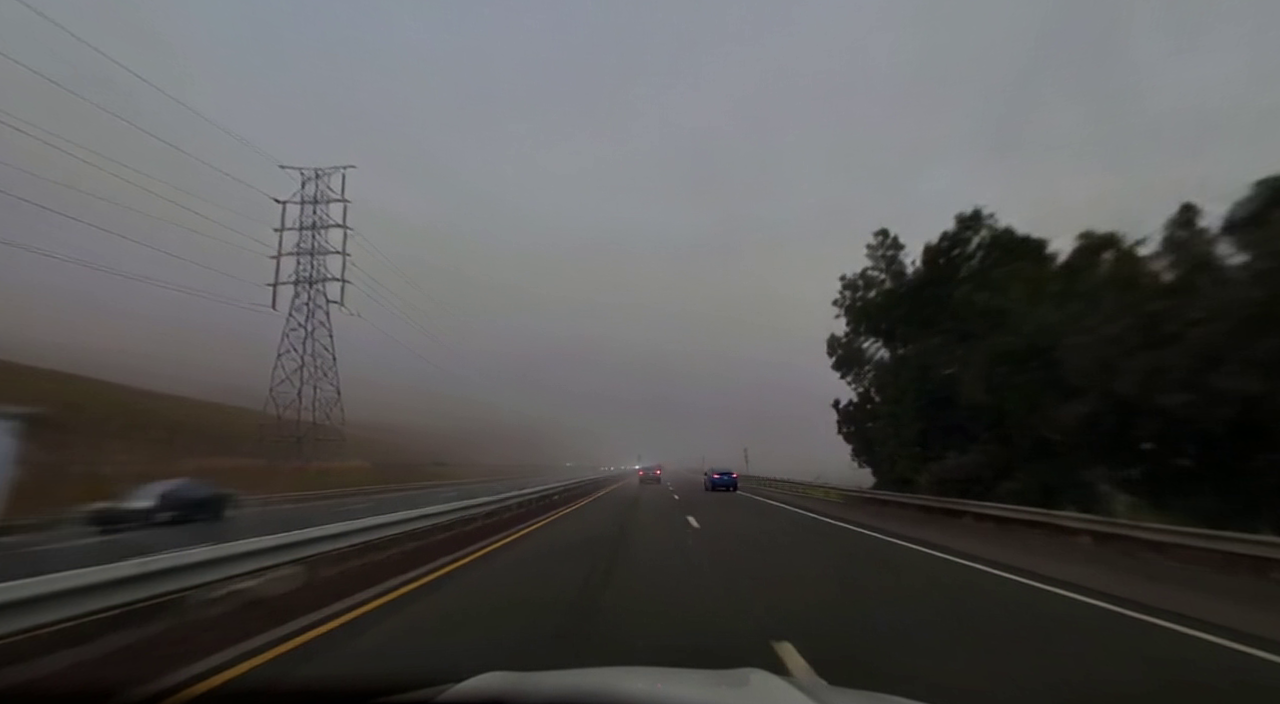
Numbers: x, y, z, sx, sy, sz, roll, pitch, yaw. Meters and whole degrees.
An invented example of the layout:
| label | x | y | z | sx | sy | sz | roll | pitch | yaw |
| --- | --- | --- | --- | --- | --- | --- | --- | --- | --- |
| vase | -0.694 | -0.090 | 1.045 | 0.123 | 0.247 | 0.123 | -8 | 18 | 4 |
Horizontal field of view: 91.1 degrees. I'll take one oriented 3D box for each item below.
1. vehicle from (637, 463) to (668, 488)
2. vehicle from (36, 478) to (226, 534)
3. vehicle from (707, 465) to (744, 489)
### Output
| label | x | y | z | sx | sy | sz | roll | pitch | yaw |
| --- | --- | --- | --- | --- | --- | --- | --- | --- | --- |
| vehicle | 0.843 | 8.783 | 44.798 | 2.038 | 1.596 | 4.246 | 1 | -10 | 0 |
| vehicle | -16.102 | 4.855 | 20.286 | 1.872 | 1.470 | 4.603 | -1 | -10 | 8 |
| vehicle | 5.883 | 8.639 | 43.503 | 1.985 | 1.521 | 3.904 | 1 | -10 | -1 |
